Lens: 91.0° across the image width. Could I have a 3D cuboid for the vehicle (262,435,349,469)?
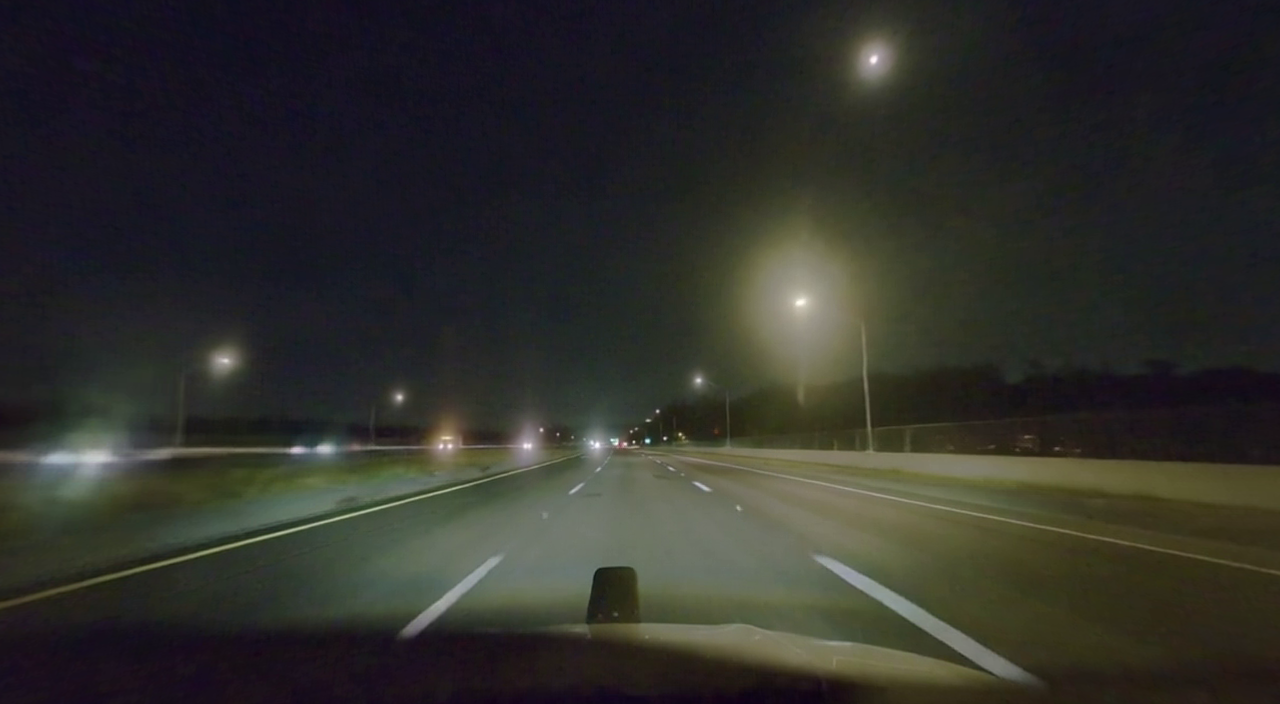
[{"bbox_3d":[-16.150,4.819,30.637,1.907,1.527,4.232,0,-8,0],"label":"vehicle"}]
